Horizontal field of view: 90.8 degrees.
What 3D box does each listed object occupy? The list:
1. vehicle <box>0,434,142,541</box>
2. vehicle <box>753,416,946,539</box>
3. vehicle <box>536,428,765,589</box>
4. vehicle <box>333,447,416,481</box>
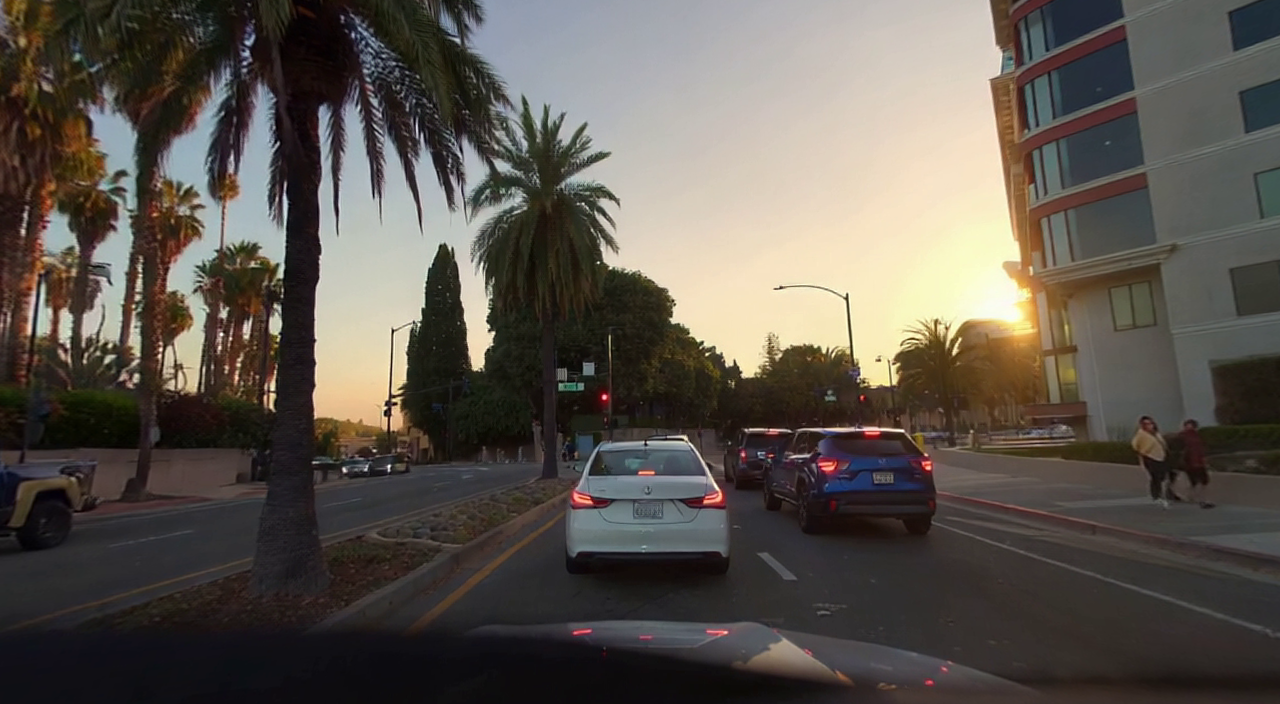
[{"bbox_3d":[-13.057,2.719,12.288,2.240,1.964,5.707,-6,-8,0],"label":"vehicle"},{"bbox_3d":[3.395,2.124,11.290,2.003,1.733,4.319,0,-8,1],"label":"vehicle"},{"bbox_3d":[0.140,1.729,7.823,2.088,1.452,3.993,0,-8,1],"label":"vehicle"},{"bbox_3d":[-13.186,5.563,31.722,1.965,1.507,4.725,-1,-8,2],"label":"vehicle"}]
